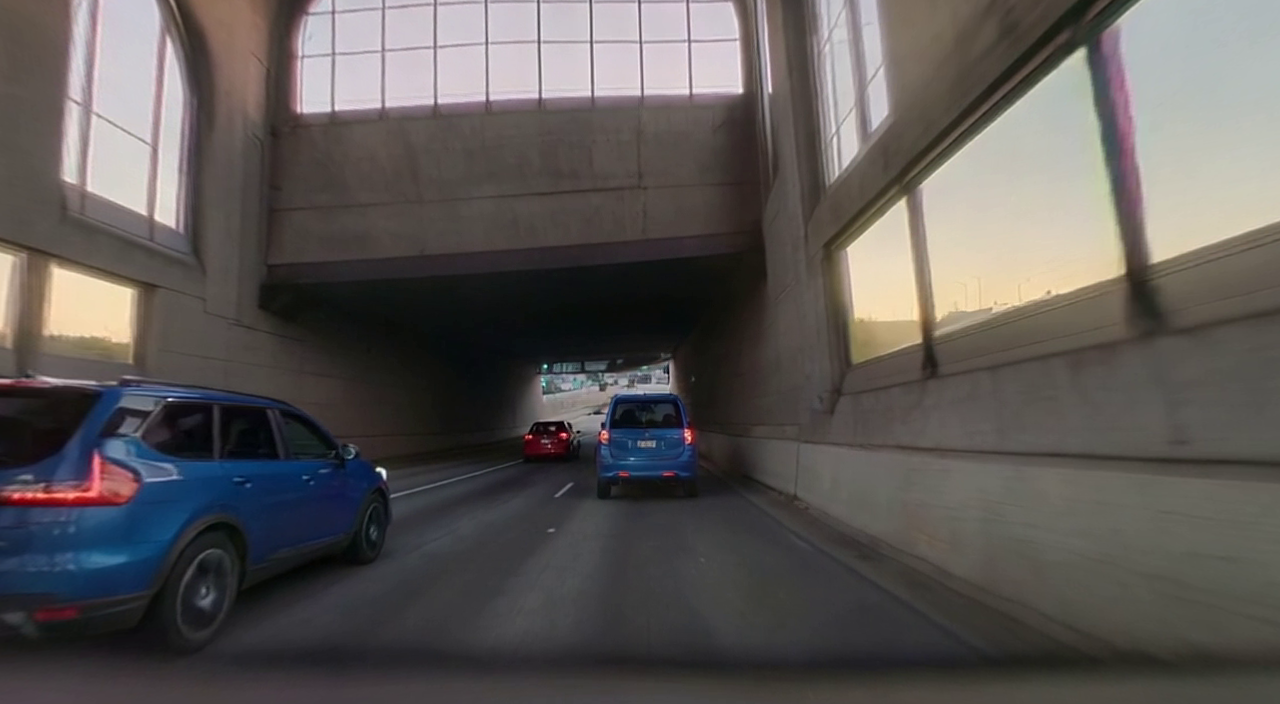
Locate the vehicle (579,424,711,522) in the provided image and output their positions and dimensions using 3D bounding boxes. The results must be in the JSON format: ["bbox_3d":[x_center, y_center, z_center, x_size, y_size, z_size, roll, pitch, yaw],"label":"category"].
[{"bbox_3d":[0.041,2.159,11.759,2.020,1.478,4.092,0,-8,-1],"label":"vehicle"}]

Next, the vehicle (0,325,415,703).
[{"bbox_3d":[-3.568,1.093,4.718,2.017,1.761,4.572,0,-8,1],"label":"vehicle"}]

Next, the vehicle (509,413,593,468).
[{"bbox_3d":[-3.394,3.602,25.456,2.329,1.948,5.800,0,-8,2],"label":"vehicle"}]
